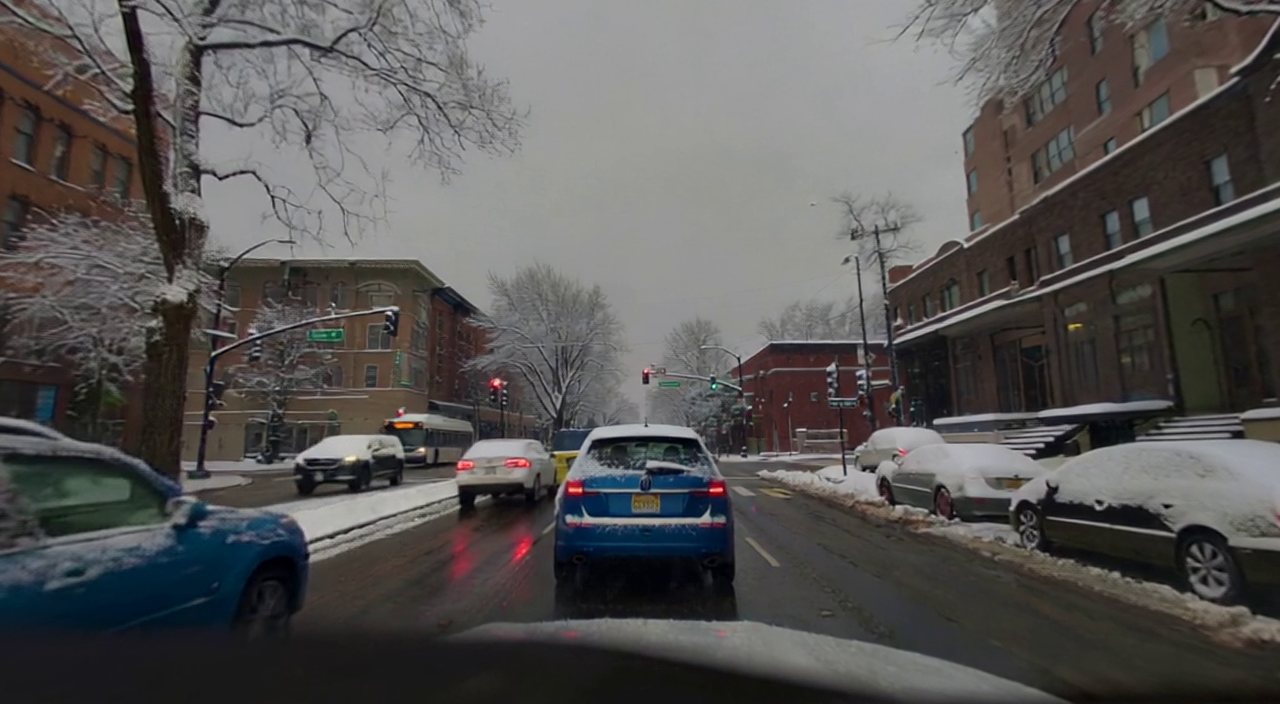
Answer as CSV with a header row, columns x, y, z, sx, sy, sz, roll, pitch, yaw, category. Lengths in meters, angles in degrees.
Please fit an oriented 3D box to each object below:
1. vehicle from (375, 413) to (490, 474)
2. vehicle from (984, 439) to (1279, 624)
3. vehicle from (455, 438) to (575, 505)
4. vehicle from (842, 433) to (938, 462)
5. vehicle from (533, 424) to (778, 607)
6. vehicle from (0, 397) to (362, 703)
x,y,z,sx,sy,sz,roll,pitch,yaw,category
-13.007,6.034,41.396,3.071,3.337,13.201,0,-9,0,vehicle
6.000,1.708,6.906,1.873,1.453,4.579,0,-9,0,vehicle
-3.010,2.982,16.175,2.131,1.486,4.089,0,-9,2,vehicle
16.395,6.266,41.511,5.345,1.811,2.175,0,-9,-1,vehicle
0.106,1.623,7.061,2.022,1.481,3.564,0,-9,-1,vehicle
-3.090,0.966,2.468,1.970,1.492,4.534,0,-9,-1,vehicle
